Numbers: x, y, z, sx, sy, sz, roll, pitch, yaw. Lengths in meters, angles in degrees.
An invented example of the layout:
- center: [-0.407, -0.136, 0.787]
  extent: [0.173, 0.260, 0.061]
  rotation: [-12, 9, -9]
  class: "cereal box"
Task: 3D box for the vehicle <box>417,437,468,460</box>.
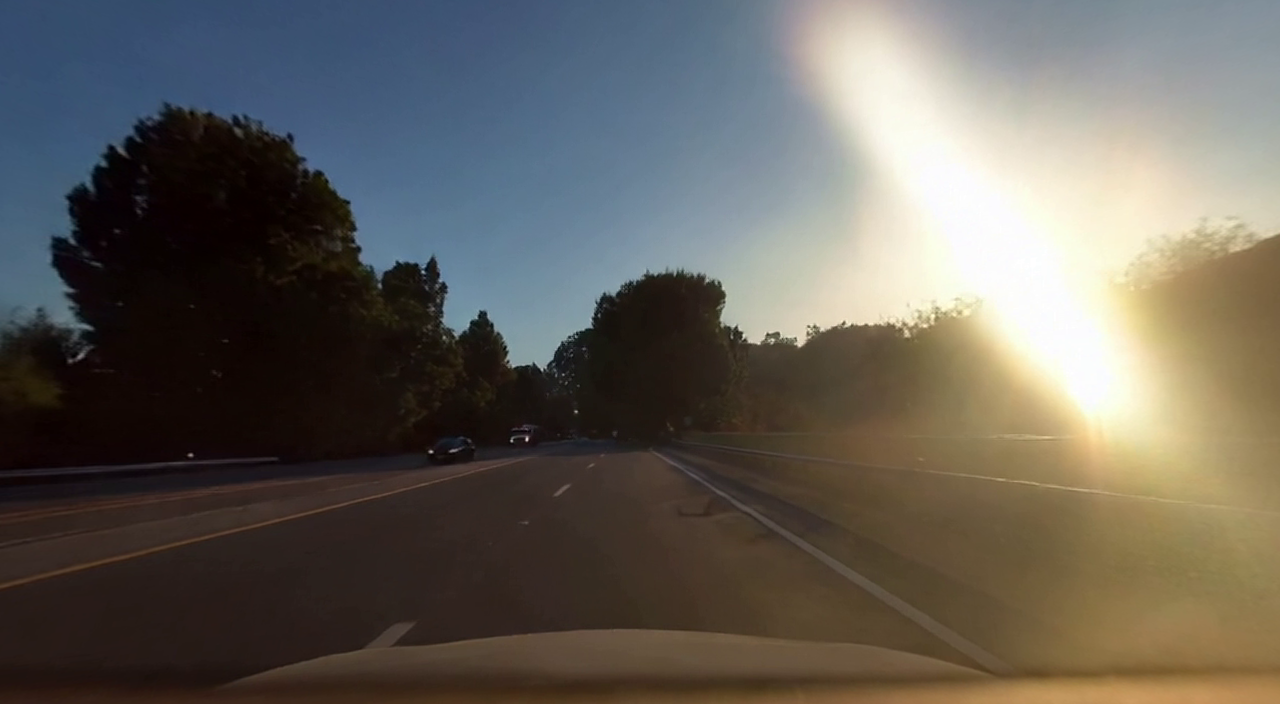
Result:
- center: [-13.504, 6.604, 43.327]
  extent: [2.102, 1.449, 4.500]
  rotation: [0, -8, -1]
  class: "vehicle"
